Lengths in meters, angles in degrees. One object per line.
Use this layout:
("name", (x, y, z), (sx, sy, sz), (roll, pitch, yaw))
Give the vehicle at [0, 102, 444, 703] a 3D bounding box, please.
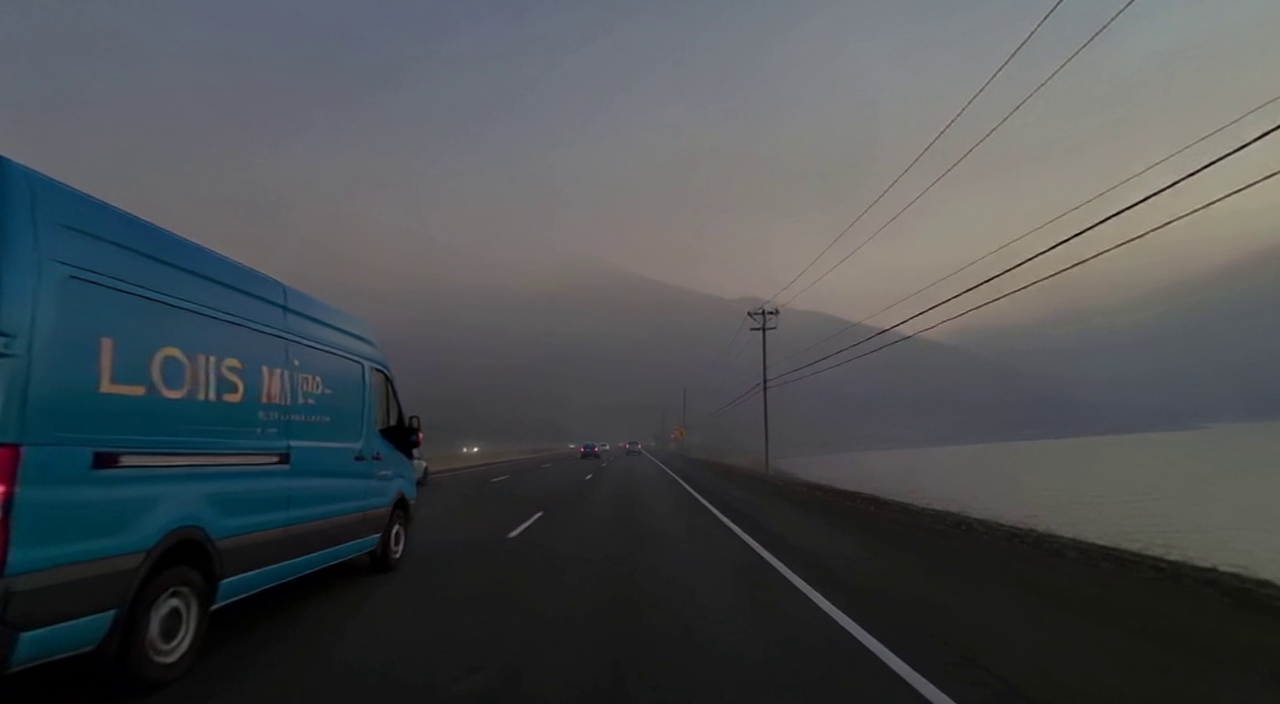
("vehicle", (-3.787, 0.738, 5.041), (2.331, 2.757, 6.581), (0, -8, 0))
